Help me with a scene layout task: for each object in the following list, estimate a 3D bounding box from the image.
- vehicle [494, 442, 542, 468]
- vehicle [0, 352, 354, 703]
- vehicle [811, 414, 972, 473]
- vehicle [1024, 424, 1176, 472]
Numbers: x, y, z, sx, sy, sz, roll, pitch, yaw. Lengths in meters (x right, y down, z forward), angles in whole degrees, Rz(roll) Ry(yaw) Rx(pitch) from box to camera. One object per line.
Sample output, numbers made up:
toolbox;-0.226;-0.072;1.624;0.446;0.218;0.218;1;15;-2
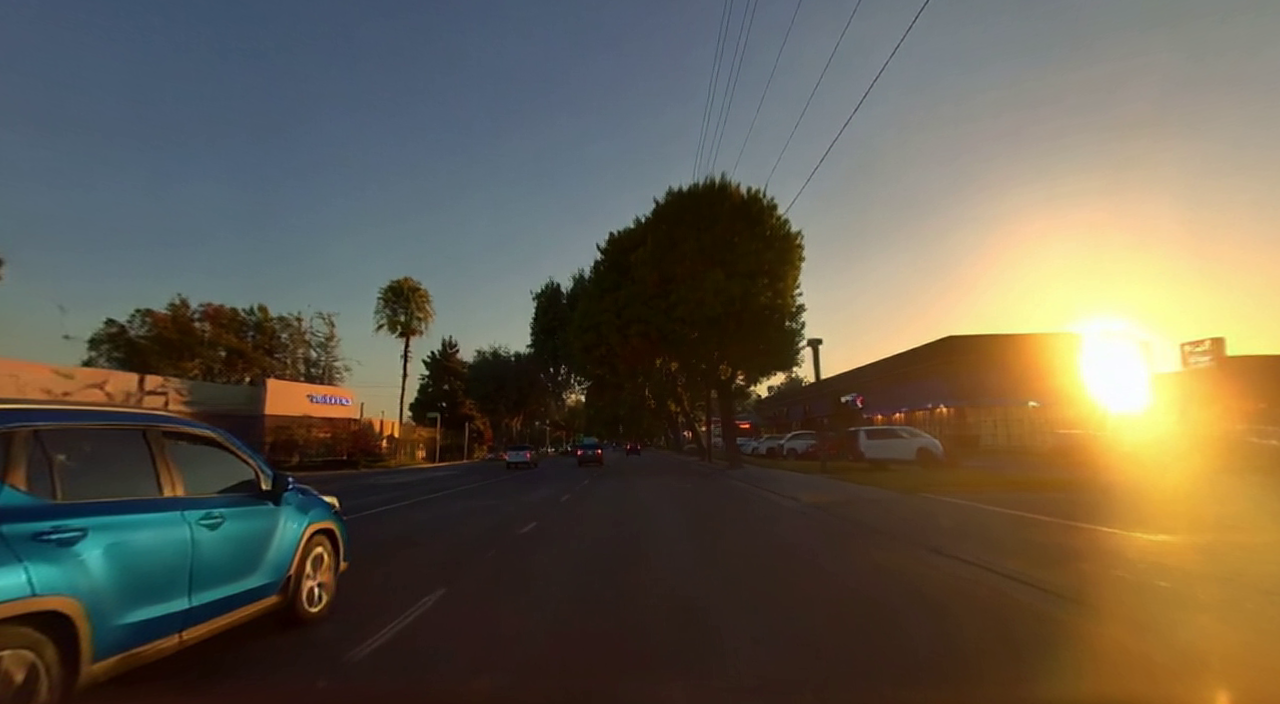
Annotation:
vehicle;-7.412;6.303;38.806;1.990;1.483;4.410;0;-8;1
vehicle;-3.368;0.934;2.914;2.127;1.654;4.121;0;-8;0
vehicle;8.790;3.280;22.577;5.031;1.951;2.184;-2;-9;15
vehicle;15.721;3.311;21.933;2.177;1.397;4.511;-3;-8;6
